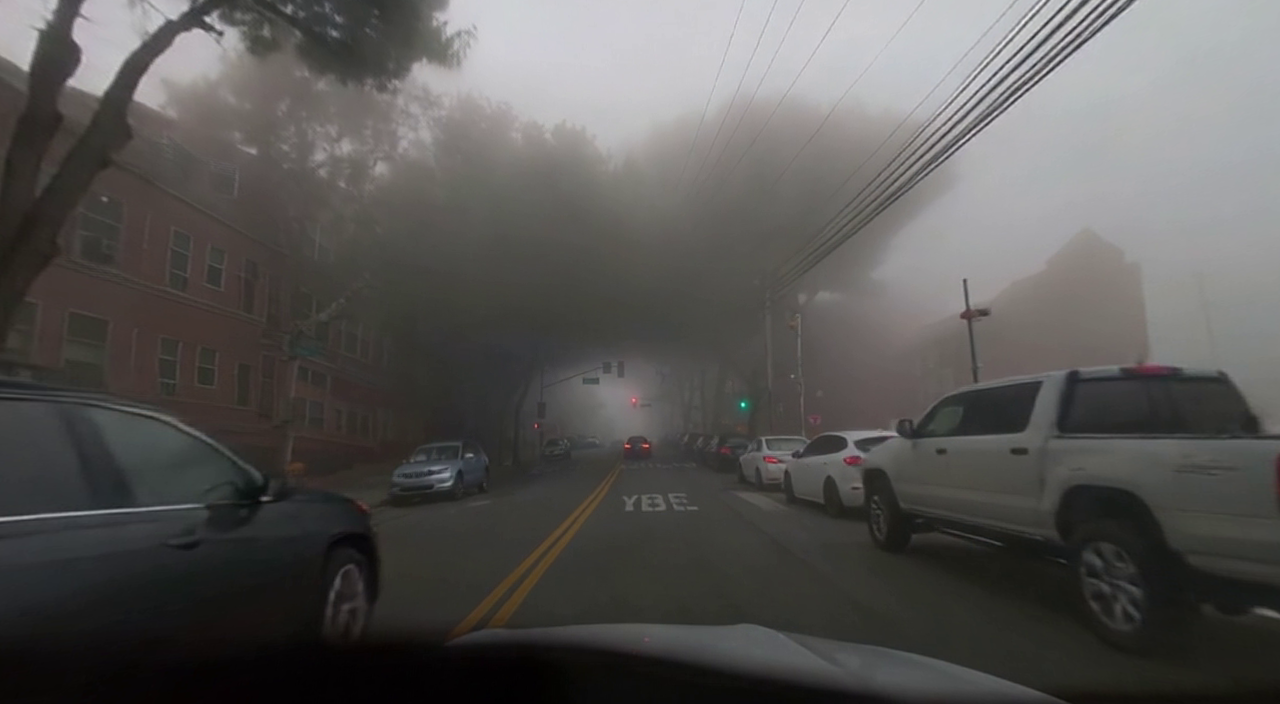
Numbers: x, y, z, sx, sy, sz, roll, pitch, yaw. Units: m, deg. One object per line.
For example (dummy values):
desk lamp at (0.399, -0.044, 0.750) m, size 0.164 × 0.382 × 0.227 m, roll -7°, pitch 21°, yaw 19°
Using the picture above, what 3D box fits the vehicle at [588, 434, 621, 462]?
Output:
vehicle at (-2.300, 6.363, 41.822) m, size 1.979 × 1.723 × 3.849 m, roll 0°, pitch -8°, yaw 1°

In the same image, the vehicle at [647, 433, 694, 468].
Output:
vehicle at (1.572, 4.906, 31.543) m, size 2.111 × 1.619 × 4.077 m, roll -1°, pitch -9°, yaw 6°

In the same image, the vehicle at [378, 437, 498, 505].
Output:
vehicle at (-5.902, 3.505, 19.118) m, size 2.013 × 1.772 × 4.439 m, roll -1°, pitch -8°, yaw 2°

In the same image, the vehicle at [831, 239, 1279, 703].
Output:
vehicle at (3.661, 0.979, 5.232) m, size 2.356 × 2.043 × 5.791 m, roll 0°, pitch -8°, yaw 0°

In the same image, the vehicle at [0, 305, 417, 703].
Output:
vehicle at (-2.969, 0.864, 2.249) m, size 2.333 × 1.832 × 5.200 m, roll 0°, pitch -8°, yaw 1°
